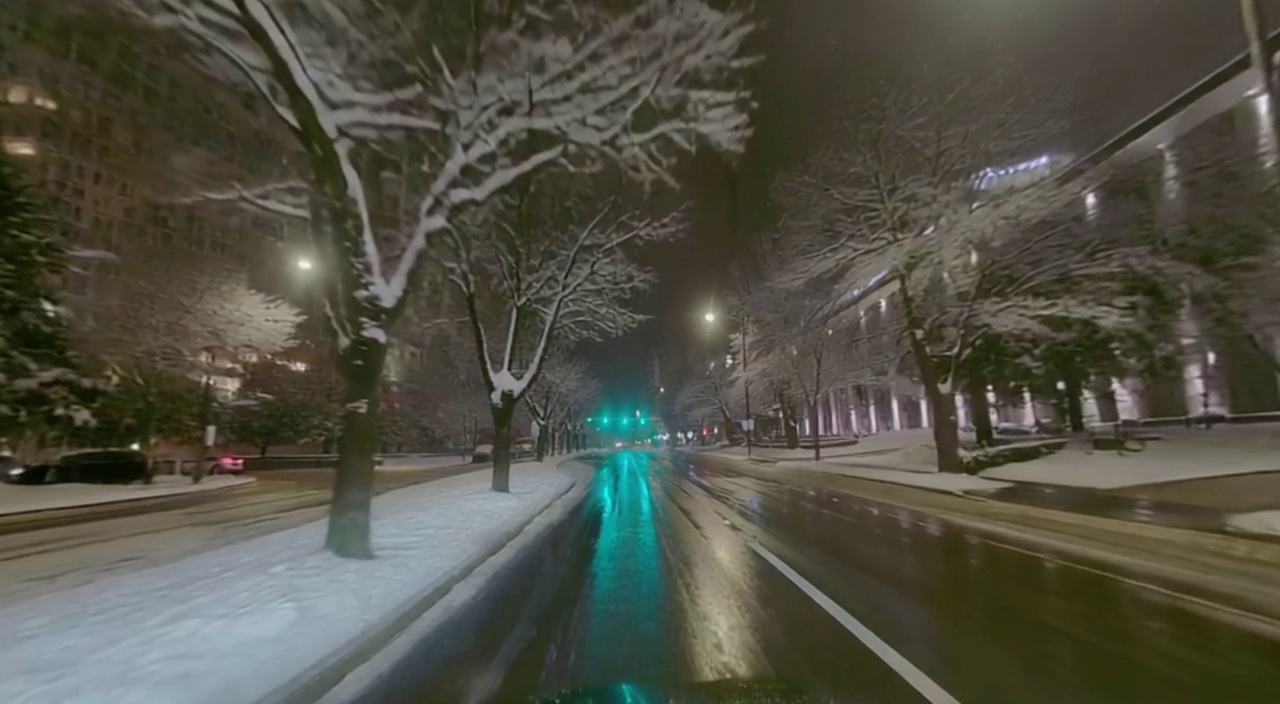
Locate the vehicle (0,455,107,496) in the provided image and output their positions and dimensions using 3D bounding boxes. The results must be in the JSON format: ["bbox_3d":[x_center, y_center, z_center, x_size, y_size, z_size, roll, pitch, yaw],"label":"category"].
[{"bbox_3d":[-24.131,4.860,25.021,4.213,1.493,1.875,0,-9,-1],"label":"vehicle"}]

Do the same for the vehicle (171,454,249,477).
[{"bbox_3d":[-32.161,8.482,47.287,4.486,1.614,1.950,-1,-9,4],"label":"vehicle"}]
